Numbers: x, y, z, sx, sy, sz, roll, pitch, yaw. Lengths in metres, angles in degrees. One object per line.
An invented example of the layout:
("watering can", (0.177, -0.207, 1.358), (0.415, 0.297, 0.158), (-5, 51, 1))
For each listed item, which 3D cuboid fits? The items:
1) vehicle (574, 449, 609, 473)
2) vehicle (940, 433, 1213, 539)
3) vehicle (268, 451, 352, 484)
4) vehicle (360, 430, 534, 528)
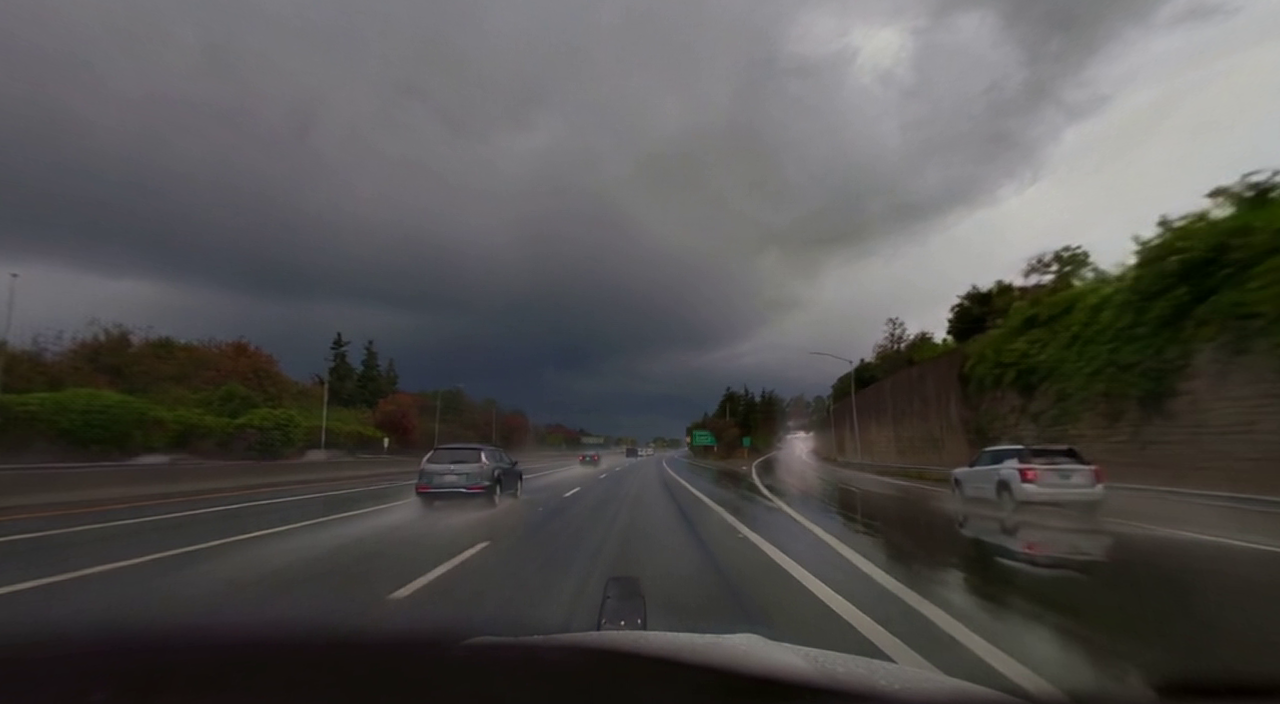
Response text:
("vehicle", (-3.293, 7.449, 43.369), (1.997, 1.540, 3.906), (0, -9, 1))
("vehicle", (7.591, 2.349, 11.749), (2.020, 1.548, 4.715), (-1, -9, 5))
("vehicle", (-16.154, 5.651, 31.061), (1.897, 1.470, 3.972), (0, -9, 1))
("vehicle", (-3.750, 2.559, 13.242), (2.263, 1.696, 4.321), (0, -9, 0))
